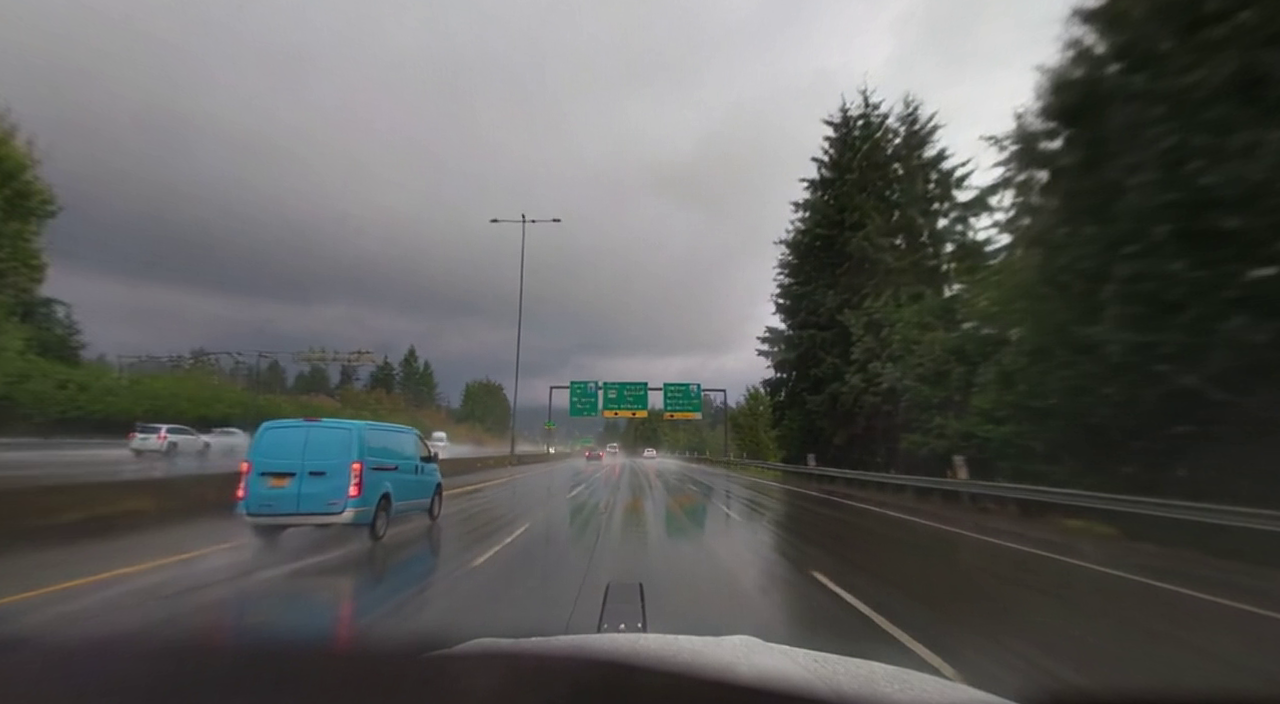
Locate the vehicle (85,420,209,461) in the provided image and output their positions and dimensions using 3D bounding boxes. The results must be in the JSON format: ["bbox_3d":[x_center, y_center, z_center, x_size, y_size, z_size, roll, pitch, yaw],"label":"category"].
[{"bbox_3d":[-19.235,3.507,24.813,1.879,1.492,3.607,0,-9,0],"label":"vehicle"}]

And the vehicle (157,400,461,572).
[{"bbox_3d":[-4.126,1.753,8.925,1.971,1.795,4.389,0,-9,-2],"label":"vehicle"}]
